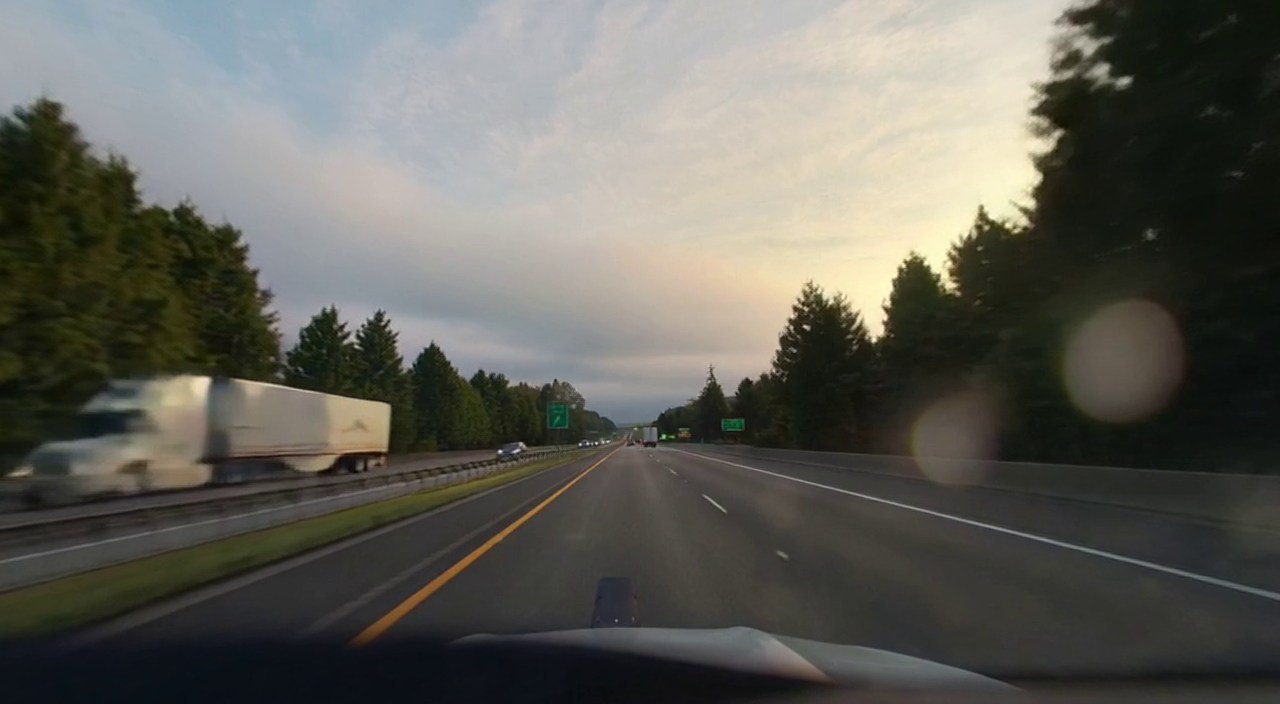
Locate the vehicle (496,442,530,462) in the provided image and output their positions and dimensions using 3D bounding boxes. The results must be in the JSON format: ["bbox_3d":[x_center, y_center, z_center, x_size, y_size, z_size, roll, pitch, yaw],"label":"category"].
[{"bbox_3d":[-9.890,7.804,49.255,1.812,1.460,4.228,0,-8,-1],"label":"vehicle"}]

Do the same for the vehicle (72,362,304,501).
[{"bbox_3d":[-13.970,2.578,20.249,3.005,3.778,5.807,0,-8,-1],"label":"vehicle"}]
